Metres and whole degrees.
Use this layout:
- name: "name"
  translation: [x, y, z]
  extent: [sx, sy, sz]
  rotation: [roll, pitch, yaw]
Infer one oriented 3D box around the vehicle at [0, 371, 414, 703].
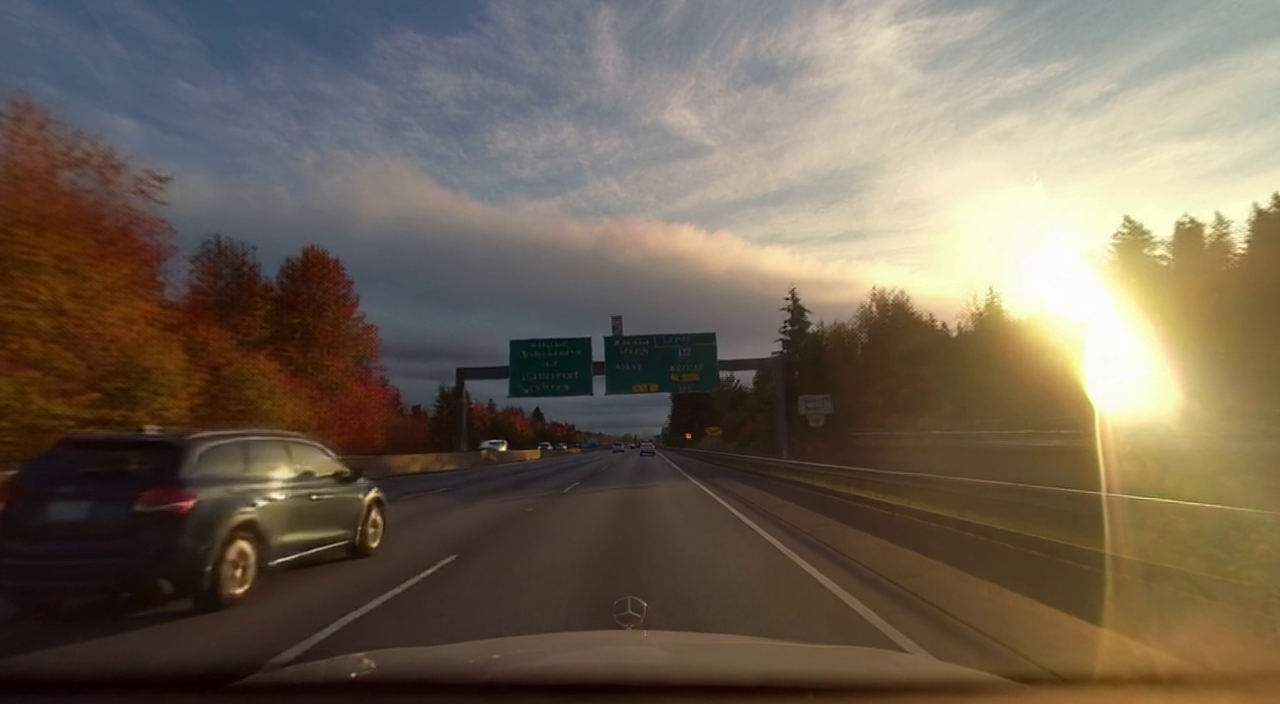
- name: "vehicle"
  translation: [-3.622, 1.196, 4.778]
  extent: [2.061, 1.572, 4.814]
  rotation: [0, -8, -1]
